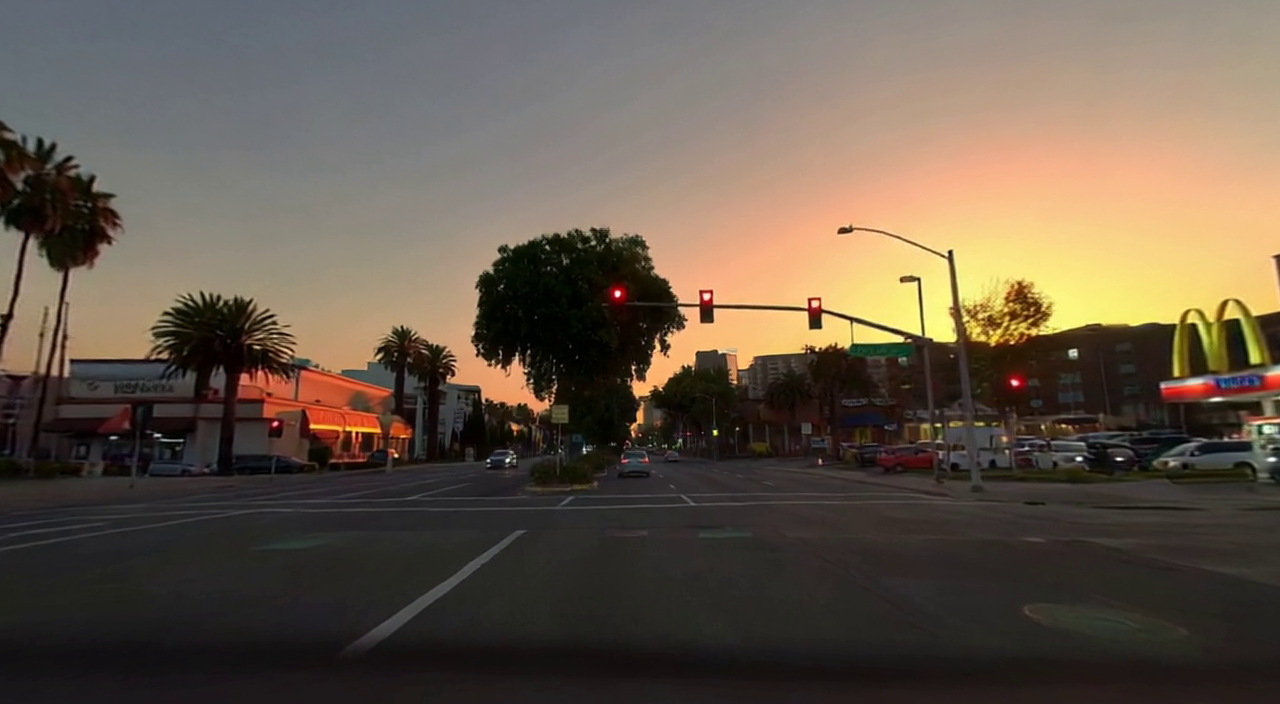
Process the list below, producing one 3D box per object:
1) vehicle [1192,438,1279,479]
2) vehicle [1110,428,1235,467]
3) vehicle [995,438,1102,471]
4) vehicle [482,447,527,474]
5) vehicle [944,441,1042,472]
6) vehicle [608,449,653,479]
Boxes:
[{"bbox_3d":[24.067,4.112,24.633,1.738,1.462,3.609,0,-8,0],"label":"vehicle"},{"bbox_3d":[24.381,4.397,29.058,3.783,1.560,1.853,-4,-10,9],"label":"vehicle"},{"bbox_3d":[19.409,4.889,30.193,3.833,1.495,1.892,-3,-9,16],"label":"vehicle"},{"bbox_3d":[-9.402,7.574,44.374,2.102,1.792,4.828,0,-8,0],"label":"vehicle"},{"bbox_3d":[18.334,5.438,32.976,3.962,1.529,1.867,-2,-9,8],"label":"vehicle"},{"bbox_3d":[-0.566,5.995,34.210,2.270,1.475,4.571,0,-8,-2],"label":"vehicle"}]
